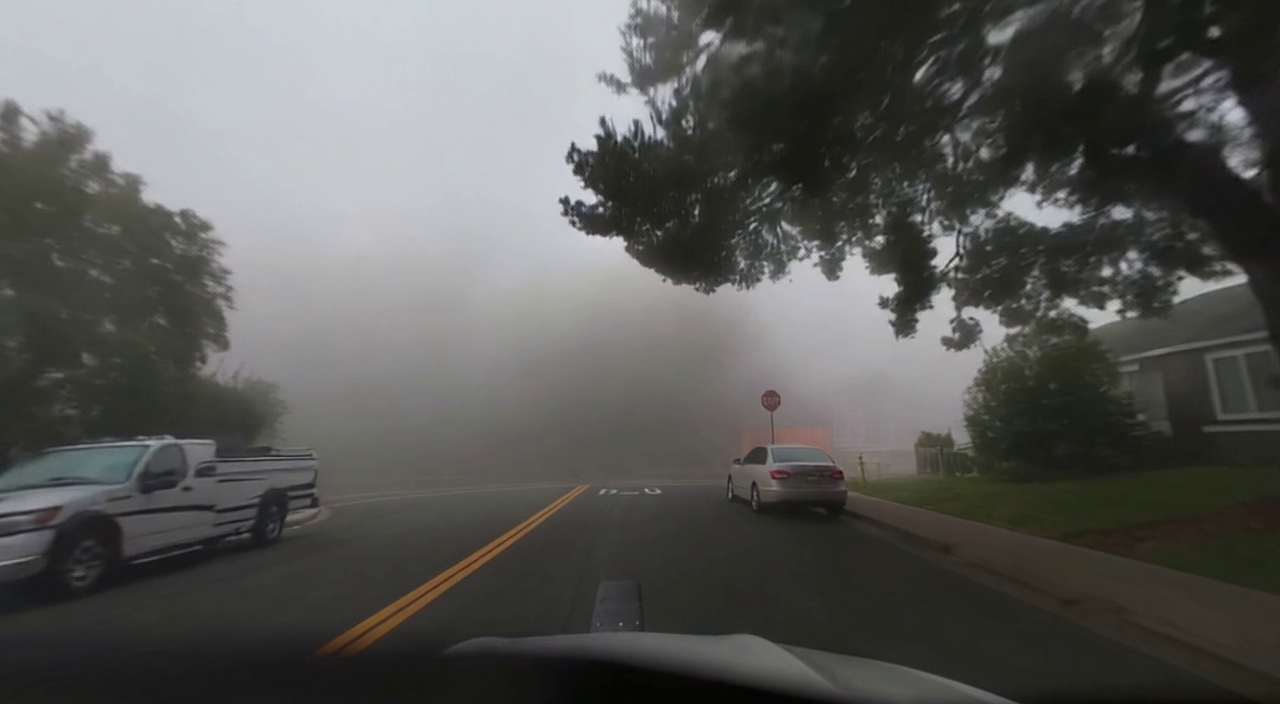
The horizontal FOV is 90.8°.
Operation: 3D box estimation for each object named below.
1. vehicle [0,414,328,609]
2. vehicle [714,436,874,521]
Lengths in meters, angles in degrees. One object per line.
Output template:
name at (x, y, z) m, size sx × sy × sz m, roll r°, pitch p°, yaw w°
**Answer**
vehicle at (-6.914, 1.983, 8.899) m, size 2.225 × 1.817 × 5.731 m, roll -2°, pitch -8°, yaw -1°
vehicle at (3.013, 2.594, 13.550) m, size 2.167 × 1.479 × 4.597 m, roll 0°, pitch -9°, yaw -1°
